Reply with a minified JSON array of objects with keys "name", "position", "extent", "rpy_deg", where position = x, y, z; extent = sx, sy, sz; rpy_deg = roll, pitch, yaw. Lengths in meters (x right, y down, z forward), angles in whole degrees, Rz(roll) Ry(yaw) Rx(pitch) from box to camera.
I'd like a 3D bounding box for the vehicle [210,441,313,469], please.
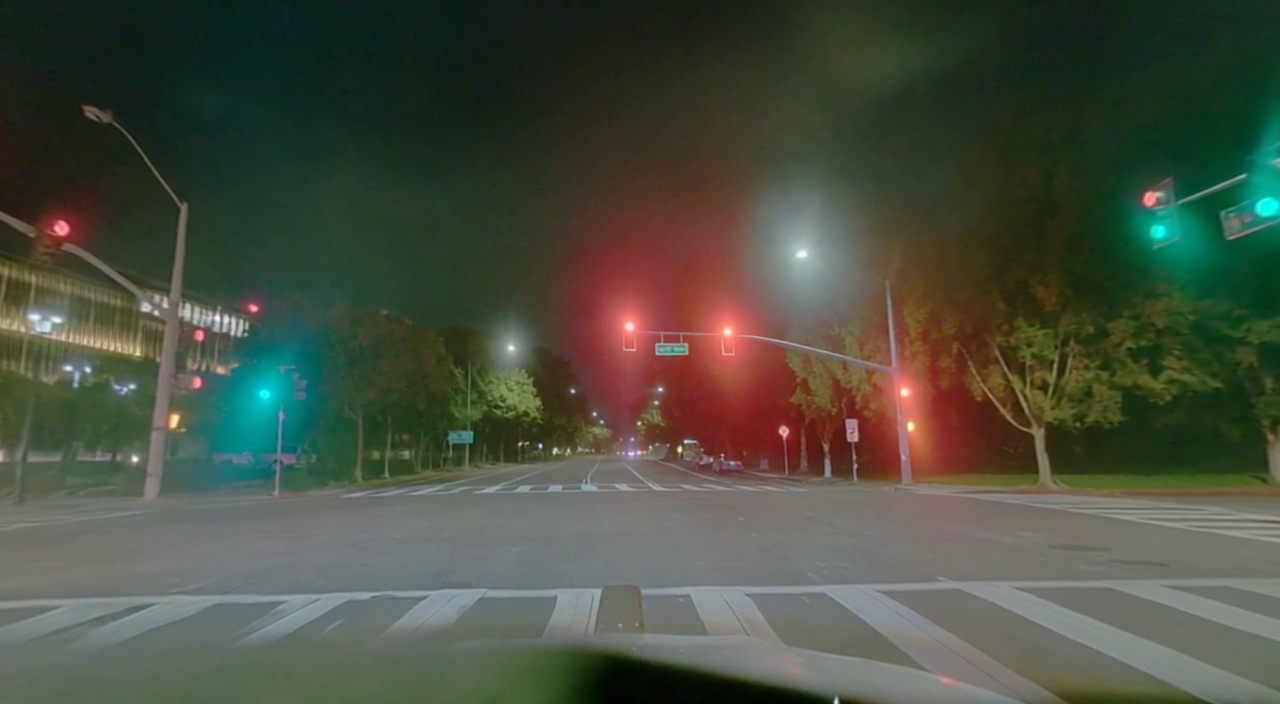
[{"name":"vehicle","position":[-22.227,6.049,37.277],"extent":[4.765,1.593,1.891],"rpy_deg":[1,-9,-7]}]
